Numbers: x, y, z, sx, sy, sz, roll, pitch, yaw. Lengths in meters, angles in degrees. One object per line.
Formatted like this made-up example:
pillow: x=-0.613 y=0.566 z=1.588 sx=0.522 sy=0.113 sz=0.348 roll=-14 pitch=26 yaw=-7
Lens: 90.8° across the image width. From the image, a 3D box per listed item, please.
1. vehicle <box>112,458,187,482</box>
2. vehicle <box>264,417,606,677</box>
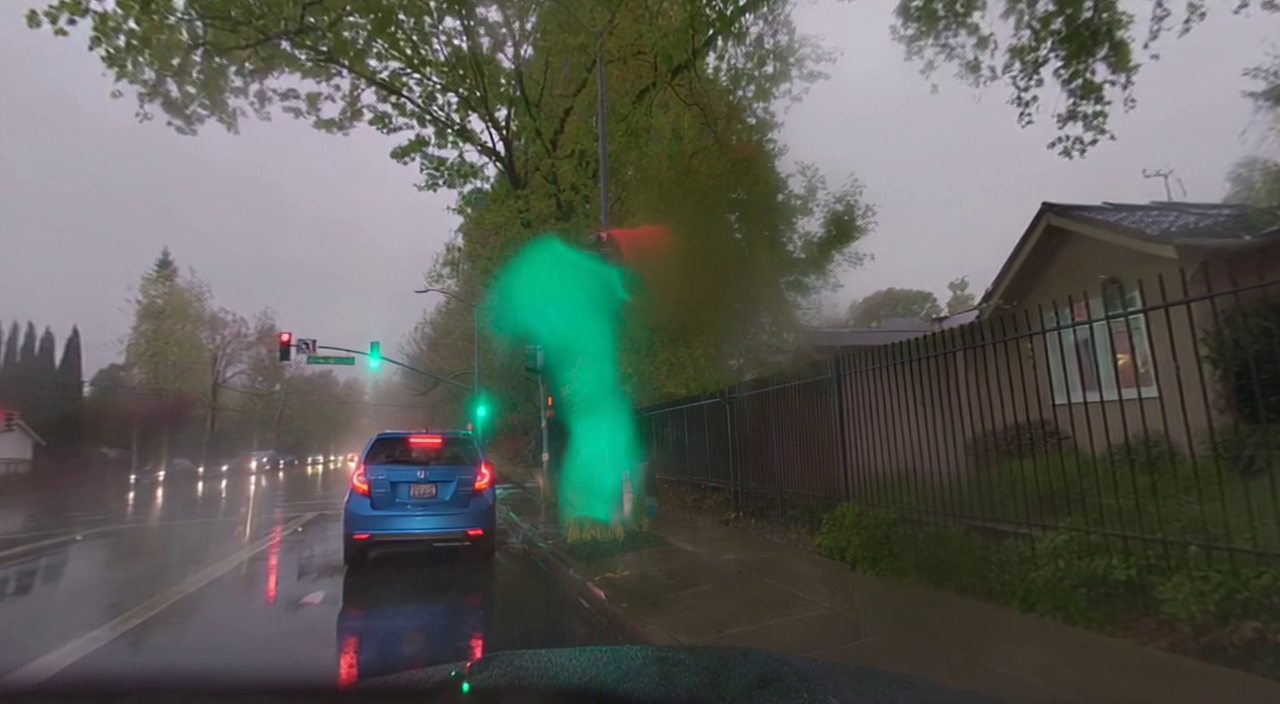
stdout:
vehicle: x=-36.700 y=8.833 z=47.331 sx=3.959 sy=1.680 sz=1.785 roll=1 pitch=-9 yaw=-11
vehicle: x=-1.725 y=1.443 z=5.810 sx=2.024 sy=1.502 sz=3.702 roll=2 pitch=-9 yaw=-16
